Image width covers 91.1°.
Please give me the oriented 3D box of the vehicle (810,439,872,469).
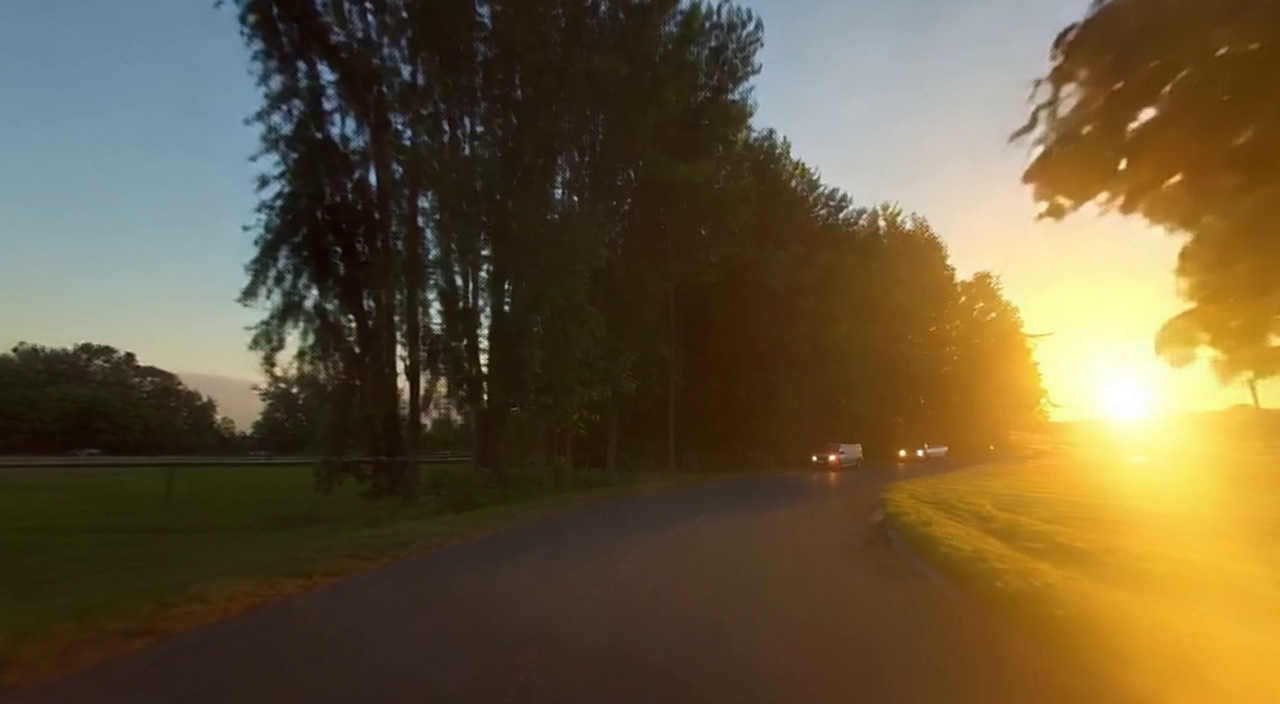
[{"bbox_3d":[12.895,6.507,40.140,4.257,1.789,1.988,9,-11,-43],"label":"vehicle"}]
